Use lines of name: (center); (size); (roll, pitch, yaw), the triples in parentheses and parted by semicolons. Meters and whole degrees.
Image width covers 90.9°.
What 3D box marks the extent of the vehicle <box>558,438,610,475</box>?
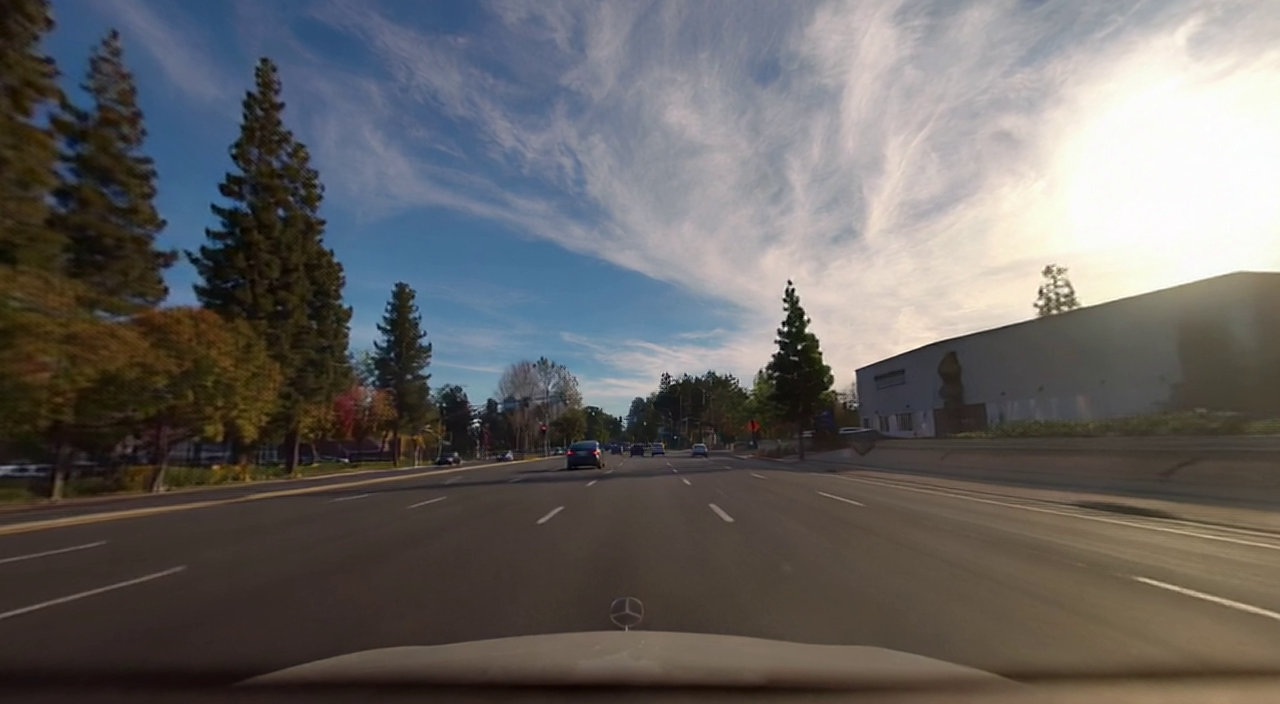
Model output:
vehicle: (-2.685, 5.158, 31.327); (2.121, 1.656, 4.559); (0, -8, 1)
